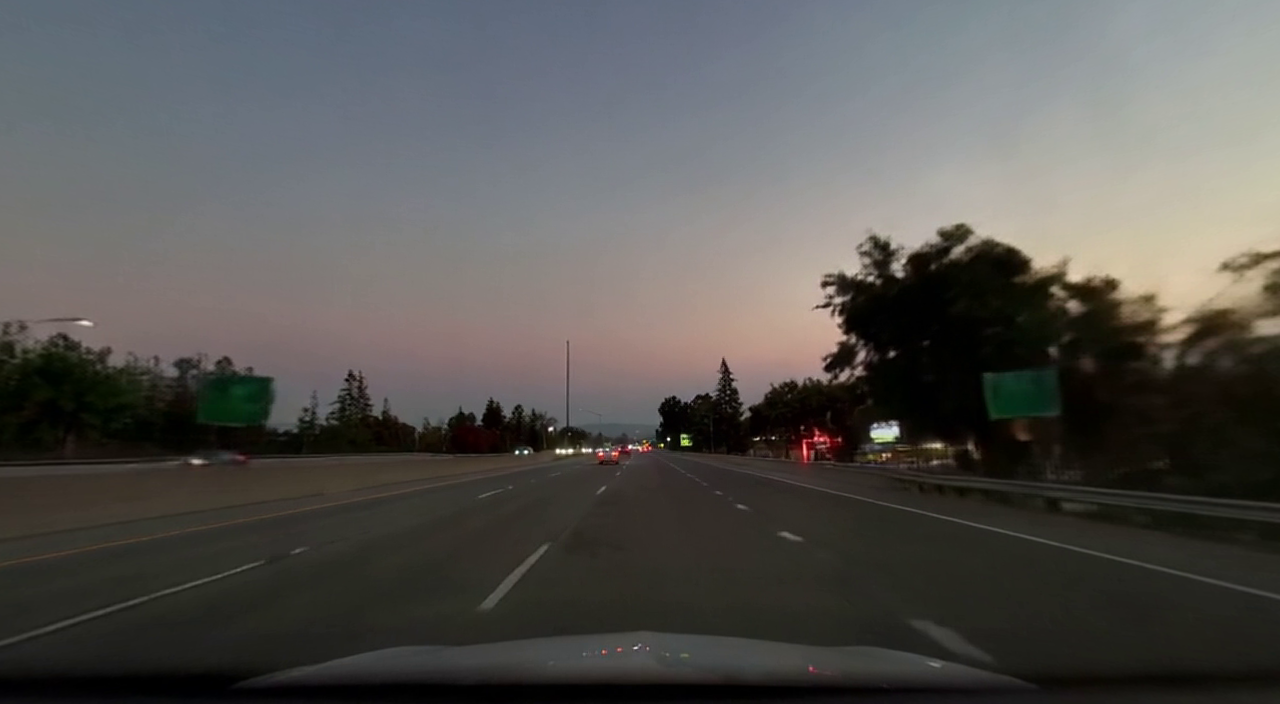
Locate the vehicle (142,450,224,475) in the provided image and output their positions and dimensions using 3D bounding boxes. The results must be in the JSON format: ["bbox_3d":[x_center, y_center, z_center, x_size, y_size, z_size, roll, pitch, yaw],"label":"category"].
[{"bbox_3d":[-30.483,7.349,42.204,1.908,1.561,4.572,-1,-9,2],"label":"vehicle"}]
